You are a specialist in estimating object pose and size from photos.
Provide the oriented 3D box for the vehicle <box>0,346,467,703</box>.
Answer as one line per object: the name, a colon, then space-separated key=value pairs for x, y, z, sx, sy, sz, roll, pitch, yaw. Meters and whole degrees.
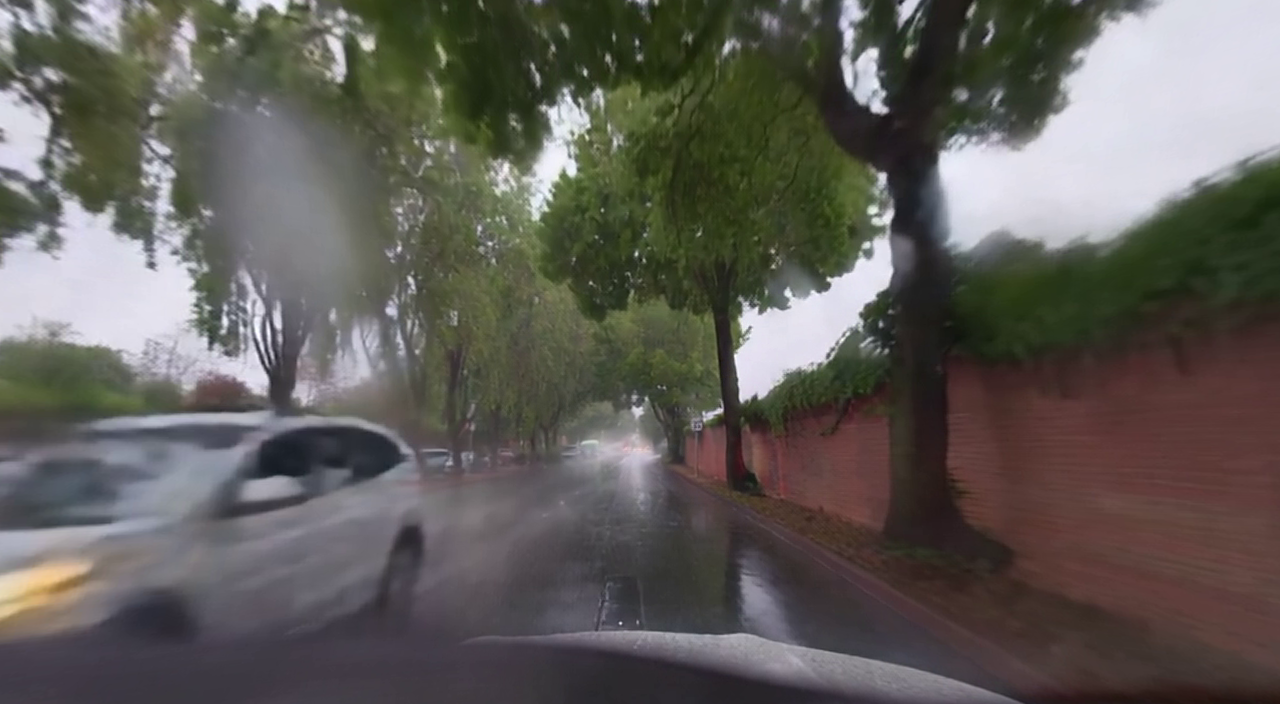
vehicle: x=-2.819 y=1.151 z=4.306 sx=2.047 sy=1.725 sz=4.288 roll=0 pitch=-8 yaw=0
